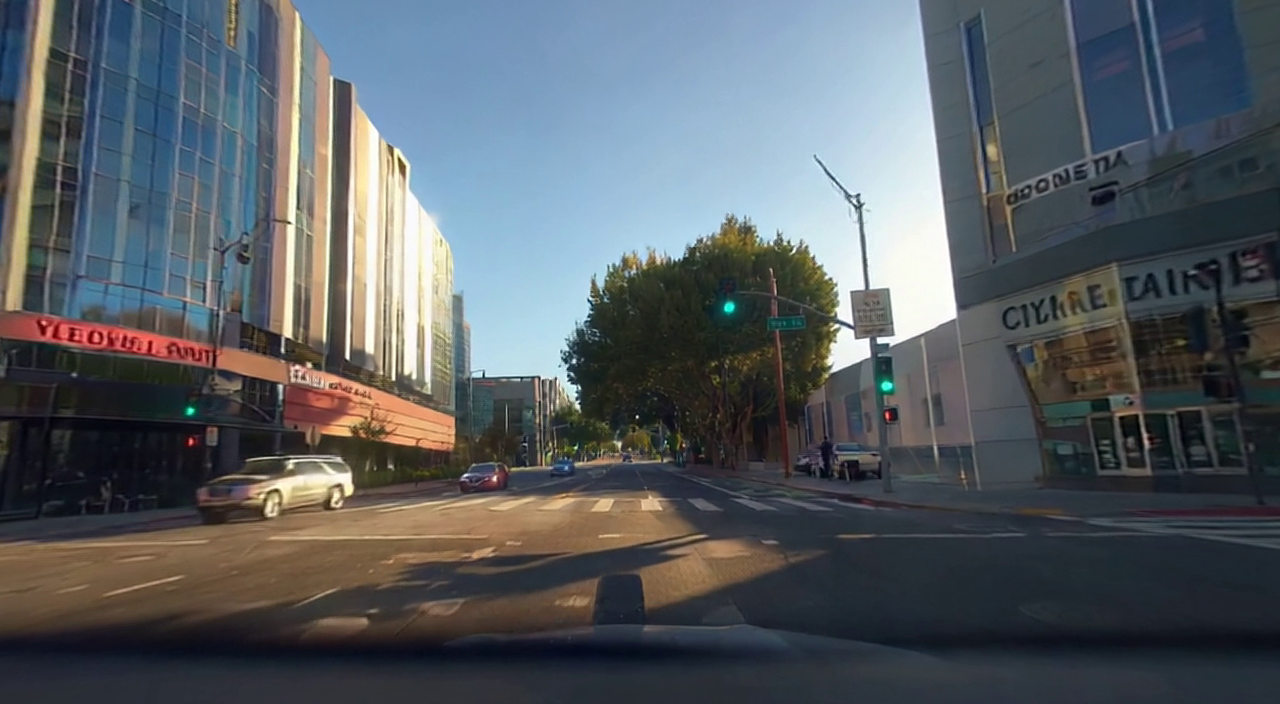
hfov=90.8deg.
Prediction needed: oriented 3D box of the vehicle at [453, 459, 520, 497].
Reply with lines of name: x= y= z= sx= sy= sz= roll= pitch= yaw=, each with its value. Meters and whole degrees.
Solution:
vehicle: x=-6.851 y=5.652 z=28.594 sx=1.897 sy=1.537 sz=3.770 roll=-1 pitch=-9 yaw=4

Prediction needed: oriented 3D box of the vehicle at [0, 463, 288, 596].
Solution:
vehicle: x=-7.655 y=2.503 z=9.725 sx=1.893 sy=1.451 sz=4.276 roll=-1 pitch=-9 yaw=2

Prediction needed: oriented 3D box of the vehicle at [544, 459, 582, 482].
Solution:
vehicle: x=-5.860 y=9.028 z=48.485 sx=2.037 sy=1.563 sz=4.754 roll=-1 pitch=-9 yaw=3
